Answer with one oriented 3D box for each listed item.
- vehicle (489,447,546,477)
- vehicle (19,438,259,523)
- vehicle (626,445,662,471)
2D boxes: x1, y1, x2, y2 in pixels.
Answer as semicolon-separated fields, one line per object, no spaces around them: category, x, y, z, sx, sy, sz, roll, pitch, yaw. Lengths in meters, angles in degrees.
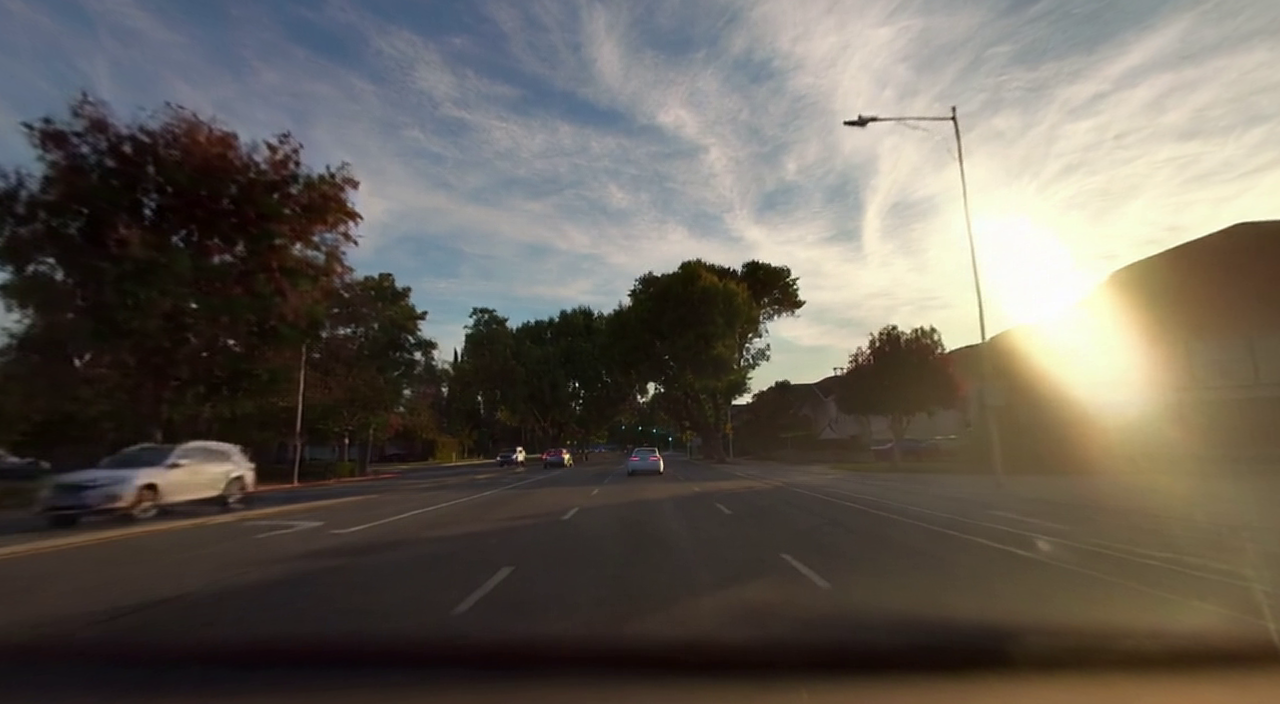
vehicle;-6.422;5.824;33.487;2.014;1.472;4.357;0;-9;2
vehicle;-13.602;3.482;17.765;2.301;1.967;5.468;0;-9;-1
vehicle;0.257;6.664;39.745;2.106;1.517;4.375;0;-9;0
